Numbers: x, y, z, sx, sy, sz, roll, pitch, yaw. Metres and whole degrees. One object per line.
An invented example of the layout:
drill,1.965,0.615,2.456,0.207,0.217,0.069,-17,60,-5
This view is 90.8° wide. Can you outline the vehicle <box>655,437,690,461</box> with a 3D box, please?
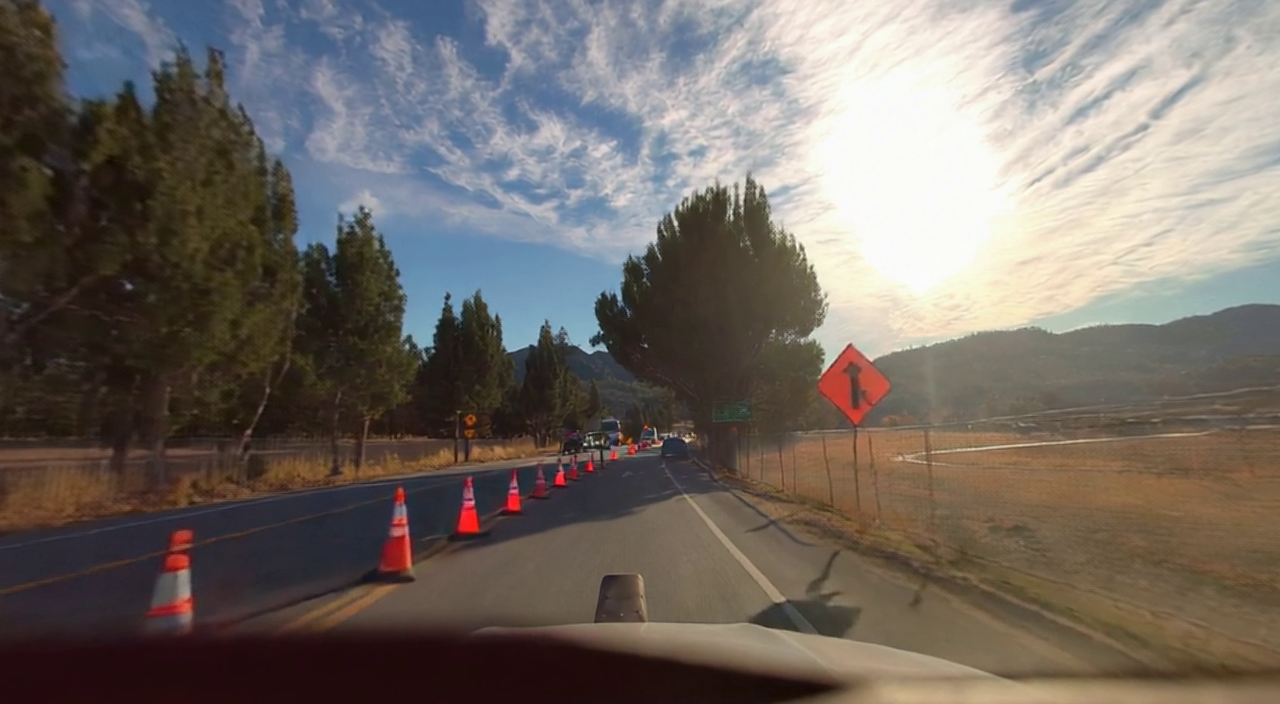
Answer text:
vehicle,2.093,6.307,40.996,2.172,1.486,3.581,-1,-9,3
